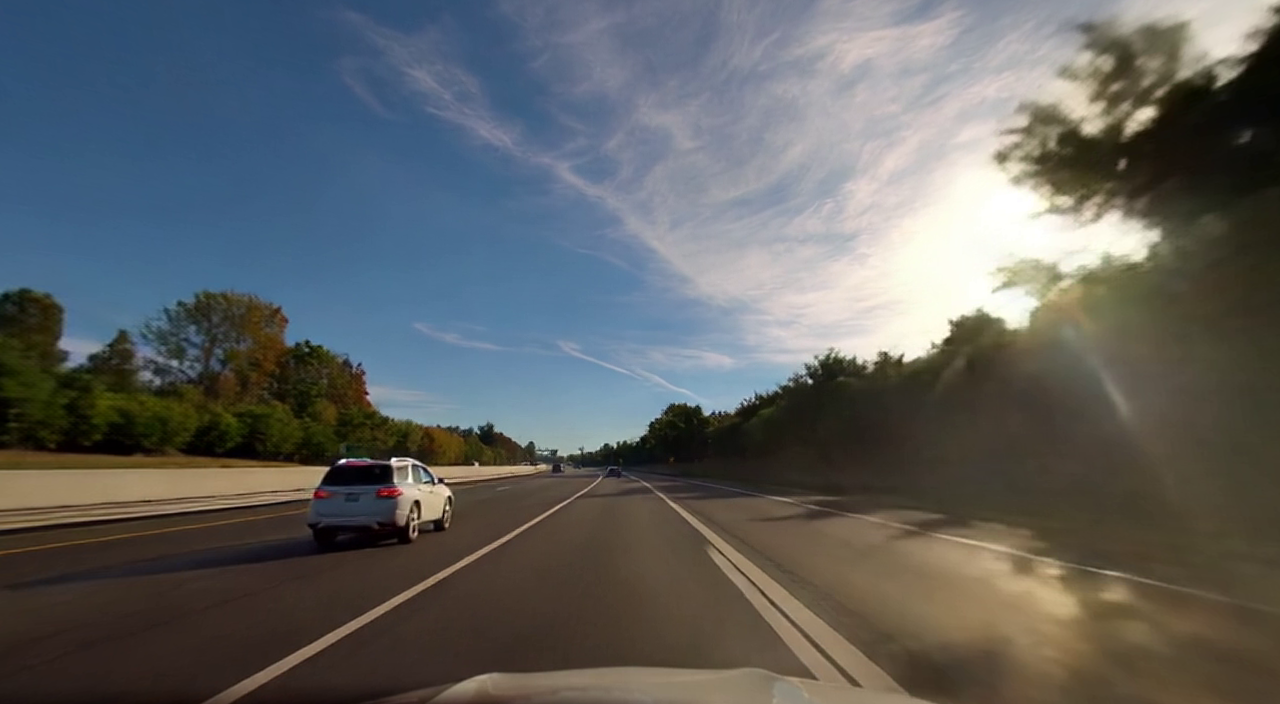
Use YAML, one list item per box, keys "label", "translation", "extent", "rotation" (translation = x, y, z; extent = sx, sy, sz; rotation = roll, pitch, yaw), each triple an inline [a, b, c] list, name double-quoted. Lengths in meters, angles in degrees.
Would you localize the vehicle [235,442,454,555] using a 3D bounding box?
- label: "vehicle"
  translation: [-4.804, 2.449, 10.969]
  extent: [2.025, 1.584, 3.657]
  rotation: [1, -10, -1]
